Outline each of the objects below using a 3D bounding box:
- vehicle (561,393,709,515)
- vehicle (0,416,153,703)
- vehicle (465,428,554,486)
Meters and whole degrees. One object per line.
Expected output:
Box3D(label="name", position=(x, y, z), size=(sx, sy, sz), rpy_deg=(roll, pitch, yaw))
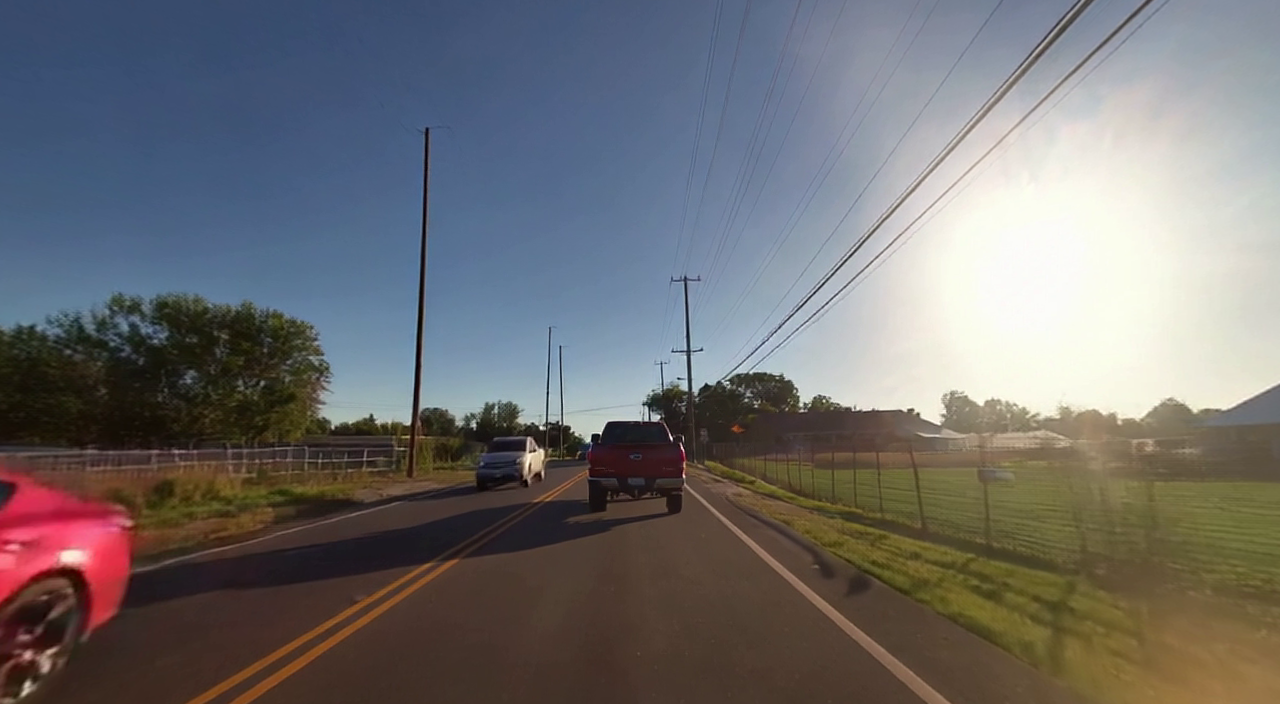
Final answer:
Box3D(label="vehicle", position=(-0.136, 2.298, 14.566), size=(2.693, 2.223, 5.885), rpy_deg=(0, -9, -1))
Box3D(label="vehicle", position=(-4.025, 0.854, 1.630), size=(1.935, 1.489, 4.495), rpy_deg=(0, -9, 0))
Box3D(label="vehicle", position=(-4.417, 3.658, 22.261), size=(2.077, 1.805, 4.891), rpy_deg=(0, -9, 0))
